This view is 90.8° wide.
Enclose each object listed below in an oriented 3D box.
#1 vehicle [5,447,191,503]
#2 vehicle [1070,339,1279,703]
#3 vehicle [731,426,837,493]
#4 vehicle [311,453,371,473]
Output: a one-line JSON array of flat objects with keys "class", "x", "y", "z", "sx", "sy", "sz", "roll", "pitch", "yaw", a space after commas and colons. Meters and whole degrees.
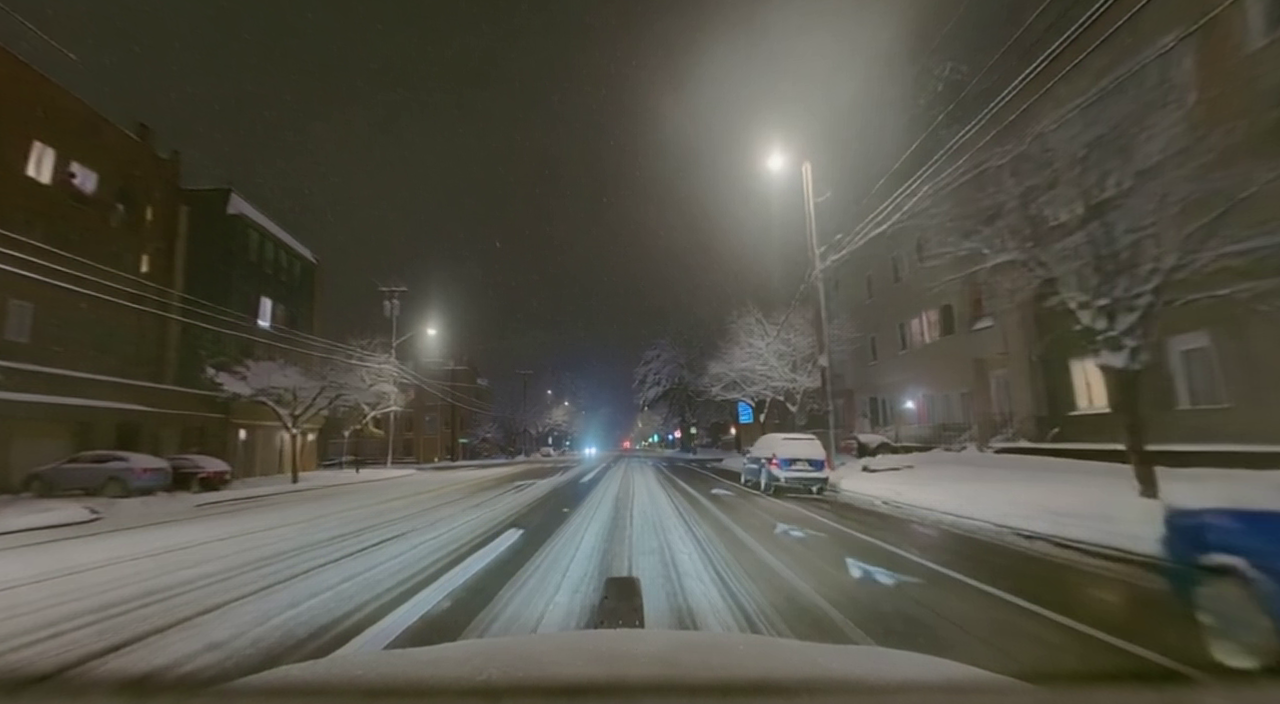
[{"class": "vehicle", "x": -18.424, "y": 4.181, "z": 21.684, "sx": 4.397, "sy": 1.768, "sz": 1.956, "roll": 1, "pitch": -8, "yaw": -4}, {"class": "vehicle", "x": 4.551, "y": 0.720, "z": 1.929, "sx": 2.254, "sy": 1.968, "sz": 5.838, "roll": 0, "pitch": -8, "yaw": -1}, {"class": "vehicle", "x": 4.371, "y": 3.353, "z": 20.060, "sx": 2.052, "sy": 1.859, "sz": 4.778, "roll": 1, "pitch": -8, "yaw": -2}, {"class": "vehicle", "x": -22.892, "y": 8.529, "z": 48.445, "sx": 3.687, "sy": 1.465, "sz": 1.855, "roll": 0, "pitch": -8, "yaw": -2}]
